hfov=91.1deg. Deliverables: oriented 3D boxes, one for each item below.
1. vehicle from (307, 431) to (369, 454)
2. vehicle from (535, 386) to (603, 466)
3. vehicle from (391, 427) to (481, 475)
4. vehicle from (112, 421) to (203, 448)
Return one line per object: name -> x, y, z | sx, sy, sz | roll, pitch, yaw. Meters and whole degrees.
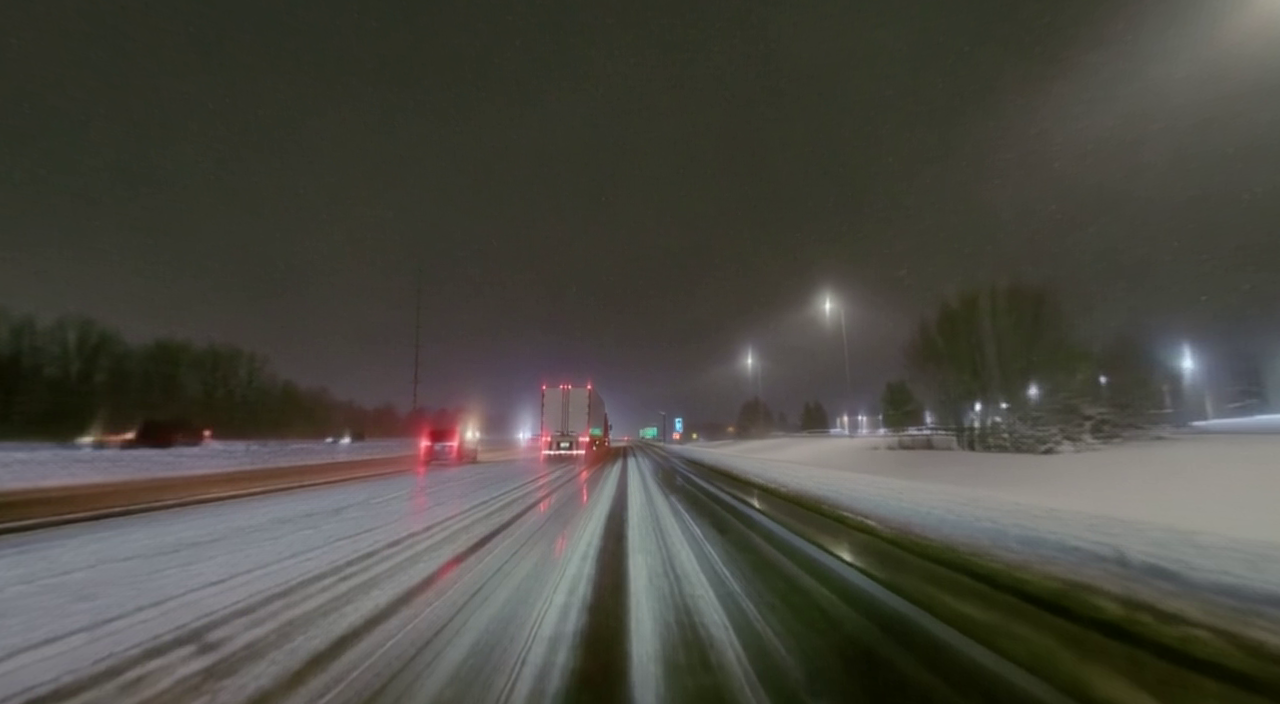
vehicle -> -20.561, 6.202, 43.048 | 2.075, 1.482, 4.428 | 0, -8, 0
vehicle -> -3.970, 4.612, 37.989 | 3.002, 3.987, 12.477 | -1, -8, -2
vehicle -> -7.798, 3.807, 24.550 | 2.075, 1.691, 4.431 | 0, -8, 0
vehicle -> -28.182, 4.856, 36.909 | 1.823, 1.471, 4.473 | 0, -8, 0
